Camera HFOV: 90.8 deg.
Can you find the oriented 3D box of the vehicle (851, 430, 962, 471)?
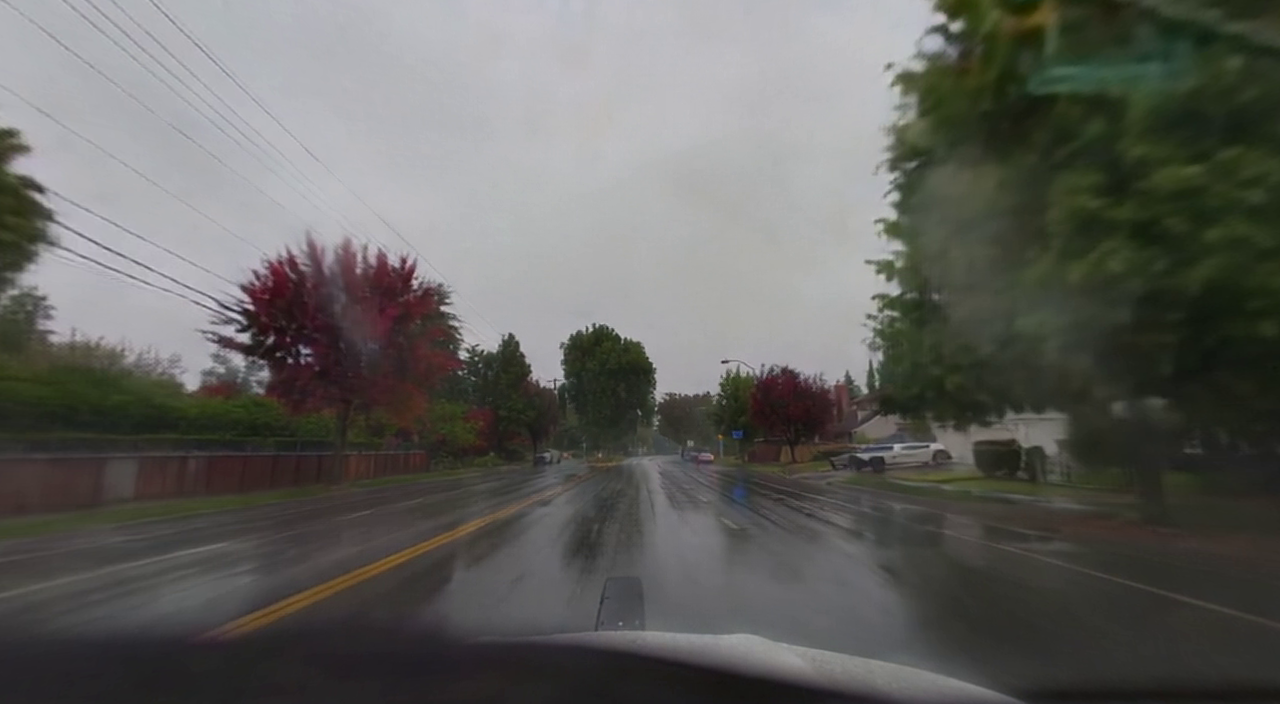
[{"bbox_3d":[13.551,5.034,32.385,4.711,1.979,2.019,-1,-8,4],"label":"vehicle"}]
